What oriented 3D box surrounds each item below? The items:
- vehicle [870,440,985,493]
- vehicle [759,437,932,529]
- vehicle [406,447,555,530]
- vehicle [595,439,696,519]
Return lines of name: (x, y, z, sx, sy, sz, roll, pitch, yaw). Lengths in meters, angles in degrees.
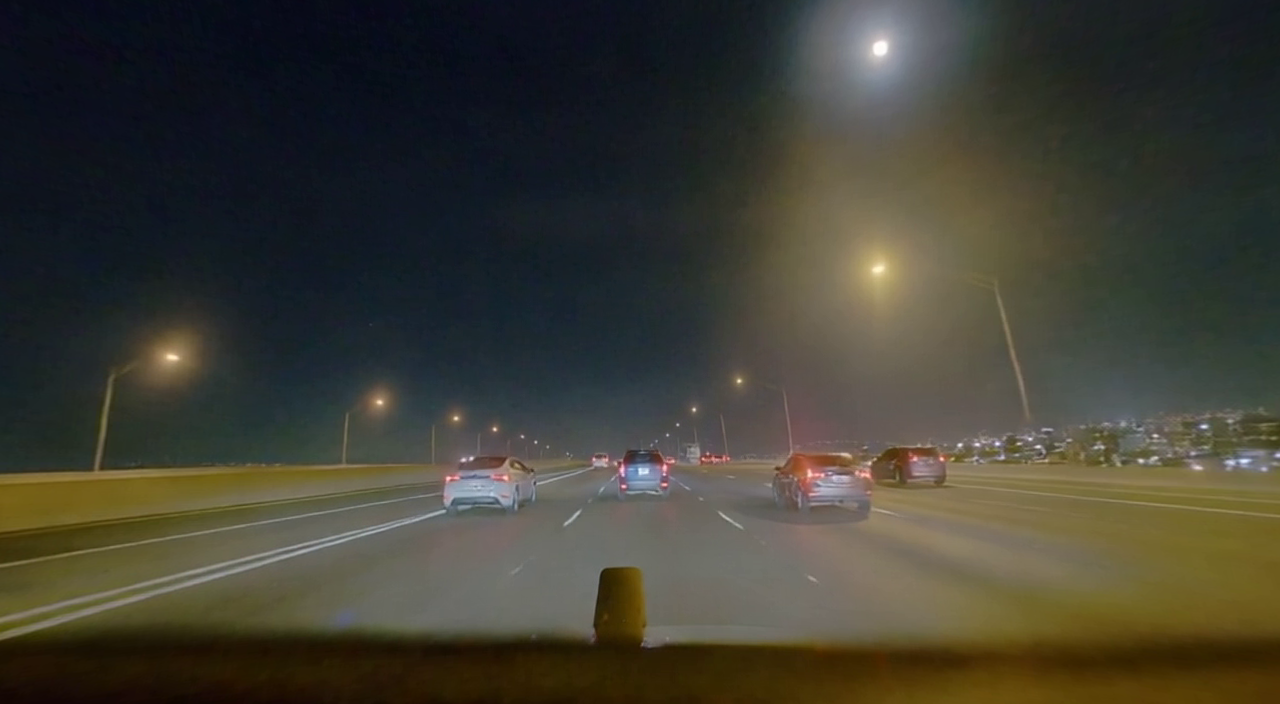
vehicle: (10.589, 4.222, 23.582, 2.133, 1.770, 4.537, 0, -9, 0)
vehicle: (4.091, 2.688, 13.442, 2.210, 1.625, 4.249, 0, -9, -1)
vehicle: (-3.274, 2.895, 13.995, 2.011, 1.510, 4.698, 0, -9, 1)
vehicle: (0.143, 2.979, 15.212, 2.099, 1.640, 4.134, 0, -9, 1)
